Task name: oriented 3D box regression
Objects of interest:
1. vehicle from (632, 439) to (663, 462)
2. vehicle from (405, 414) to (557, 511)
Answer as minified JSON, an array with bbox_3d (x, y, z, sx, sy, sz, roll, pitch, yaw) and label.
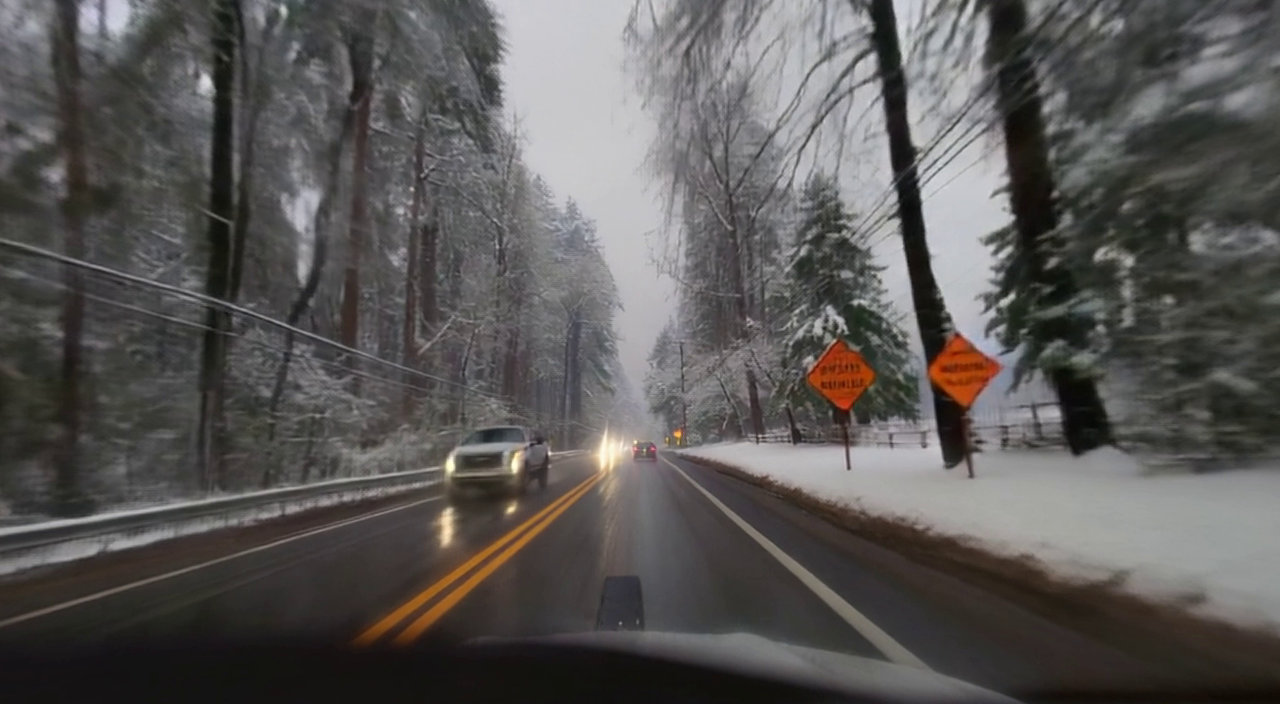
[{"bbox_3d":[0.479,6.841,43.777,2.067,1.486,3.861,0,-9,0],"label":"vehicle"},{"bbox_3d":[-3.885,2.870,16.847,2.441,2.113,5.738,0,-9,1],"label":"vehicle"}]
